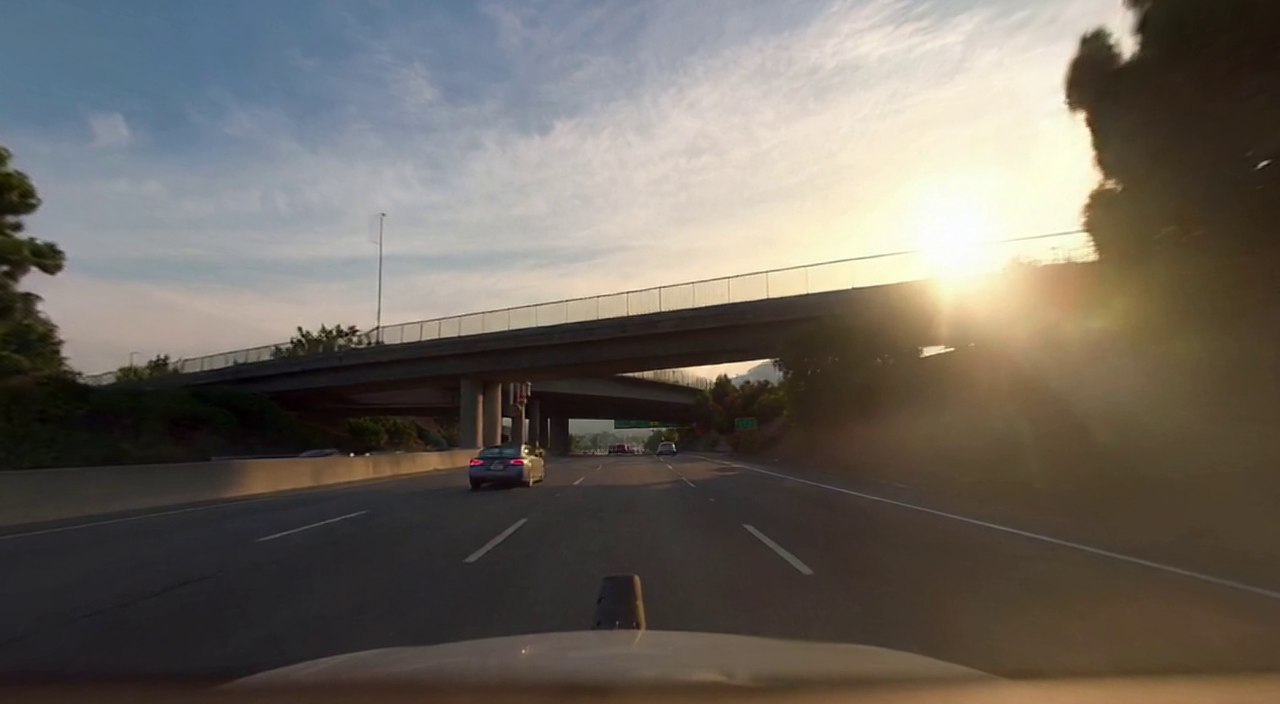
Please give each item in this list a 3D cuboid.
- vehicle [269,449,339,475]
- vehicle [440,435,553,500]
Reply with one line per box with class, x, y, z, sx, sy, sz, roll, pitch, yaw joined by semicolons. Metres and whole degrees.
vehicle;-21.073;6.906;39.831;1.826;1.453;4.780;0;-8;-1
vehicle;-3.685;3.051;17.121;2.037;1.514;4.335;0;-8;0
